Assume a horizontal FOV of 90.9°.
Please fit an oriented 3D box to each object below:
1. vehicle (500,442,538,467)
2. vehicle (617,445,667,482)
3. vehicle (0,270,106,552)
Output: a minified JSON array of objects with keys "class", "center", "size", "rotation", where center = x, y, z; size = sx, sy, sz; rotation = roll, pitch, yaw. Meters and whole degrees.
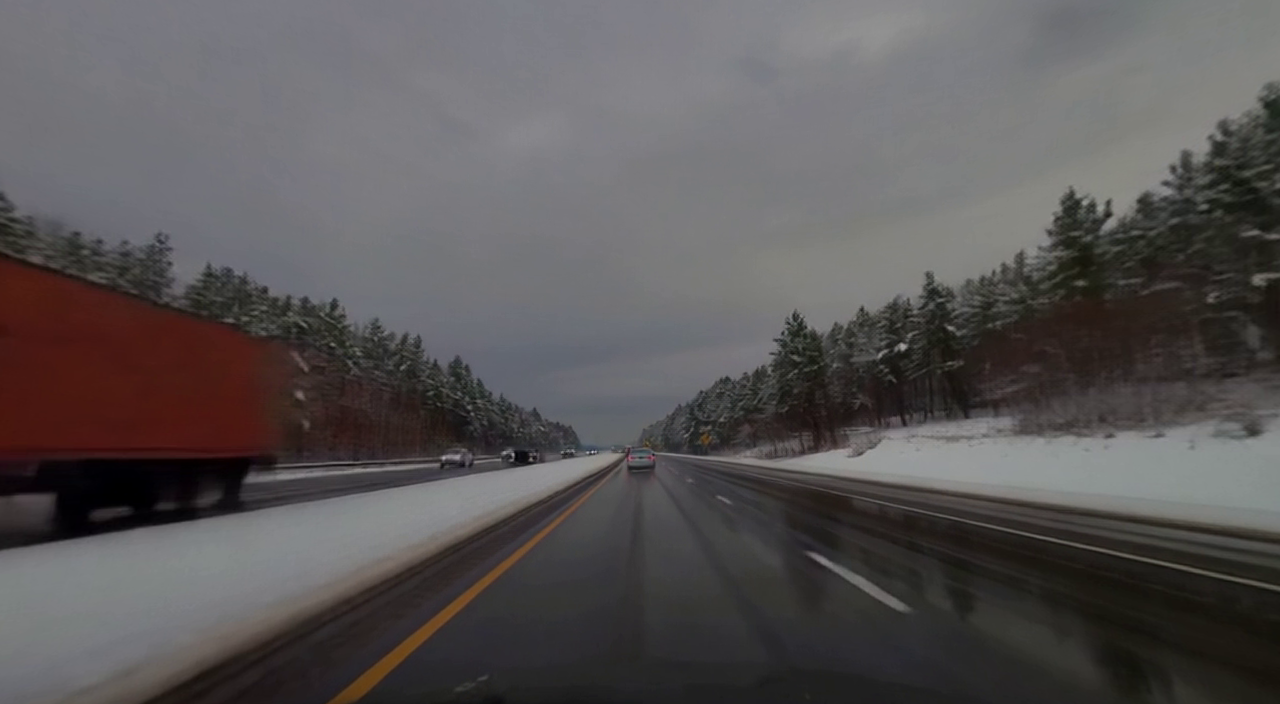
[{"class":"vehicle","center":[-9.137,7.757,47.925],"size":[2.002,1.777,4.357],"rotation":[0,-9,0]},{"class":"vehicle","center":[0.044,5.013,28.587],"size":[2.114,1.523,4.012],"rotation":[0,-9,-1]},{"class":"vehicle","center":[-8.877,0.351,5.164],"size":[2.612,3.281,7.073],"rotation":[0,-9,0]}]
